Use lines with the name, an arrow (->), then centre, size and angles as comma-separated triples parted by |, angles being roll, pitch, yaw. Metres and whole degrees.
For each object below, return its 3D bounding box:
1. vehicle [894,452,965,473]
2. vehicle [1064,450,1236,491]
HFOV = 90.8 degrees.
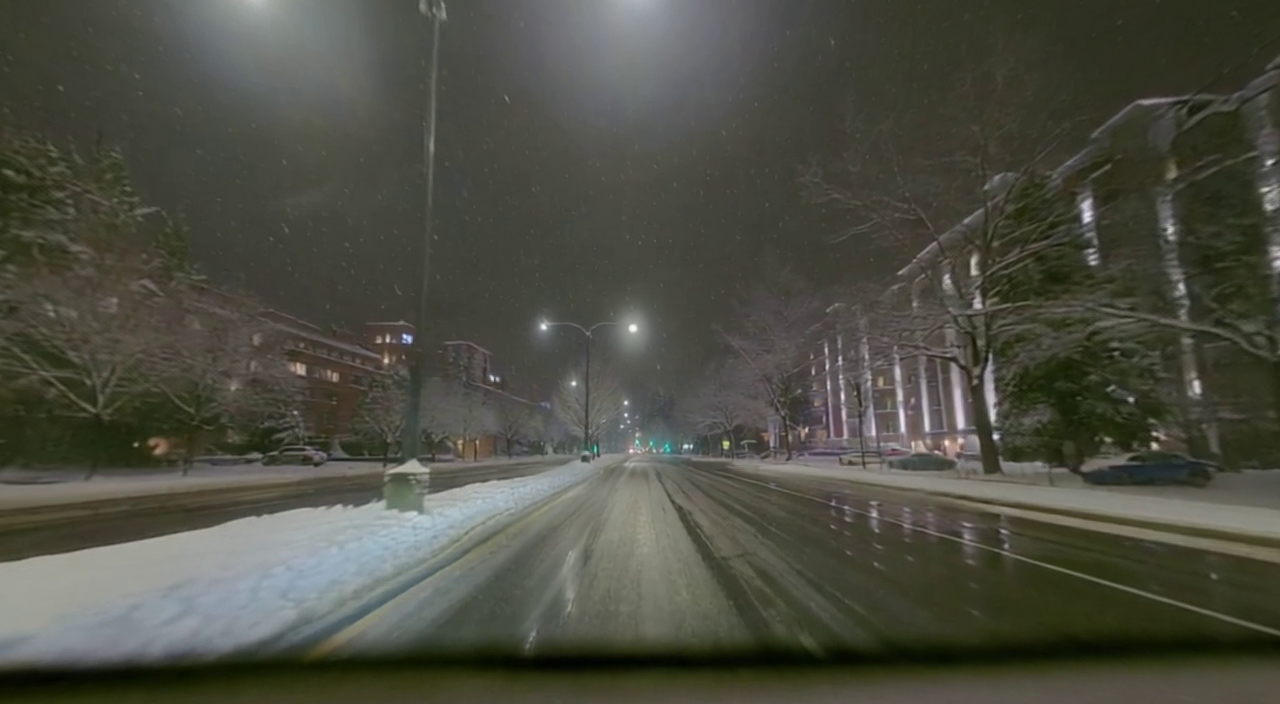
vehicle -> 20.150, 7.680, 44.038 | 3.975, 1.387, 1.914 | 0, -9, -2
vehicle -> 20.159, 4.674, 25.170 | 4.983, 1.542, 2.099 | 0, -9, 1
